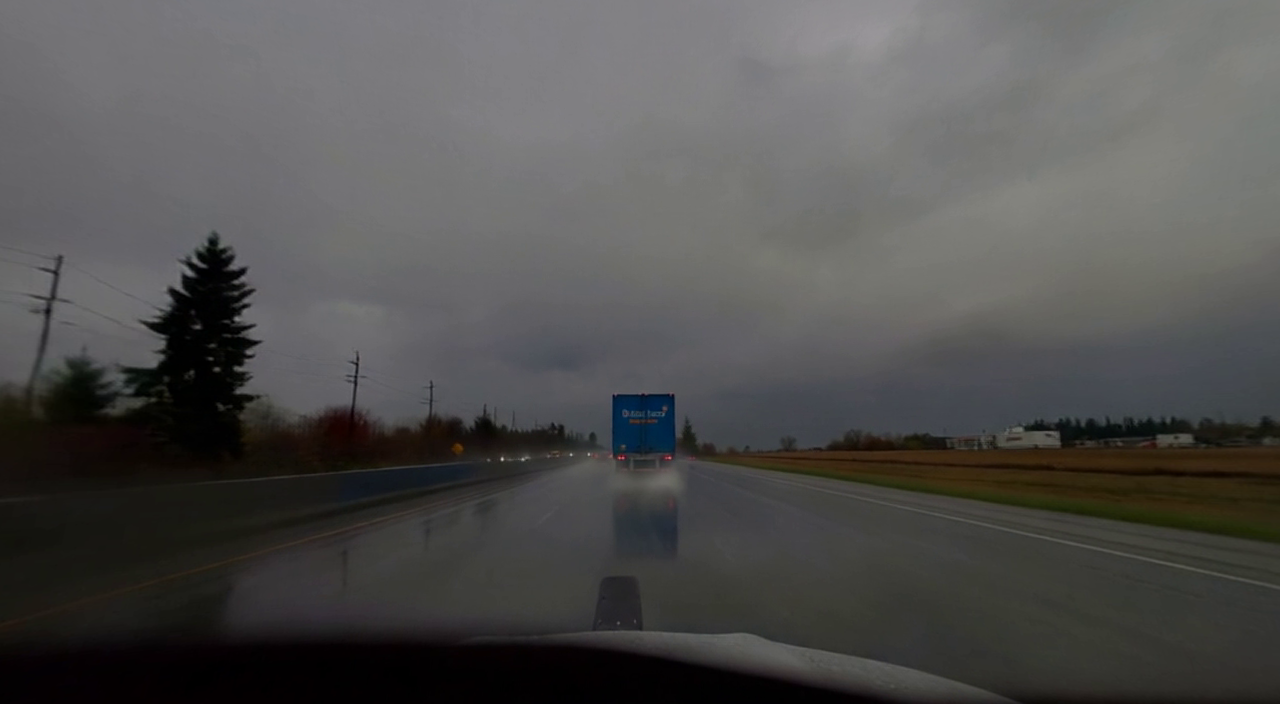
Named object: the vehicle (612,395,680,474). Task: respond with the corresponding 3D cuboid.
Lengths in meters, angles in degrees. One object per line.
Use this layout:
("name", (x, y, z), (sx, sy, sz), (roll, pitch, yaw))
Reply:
("vehicle", (0.313, 5.665, 41.631), (3.537, 4.071, 17.399), (0, -9, 0))
